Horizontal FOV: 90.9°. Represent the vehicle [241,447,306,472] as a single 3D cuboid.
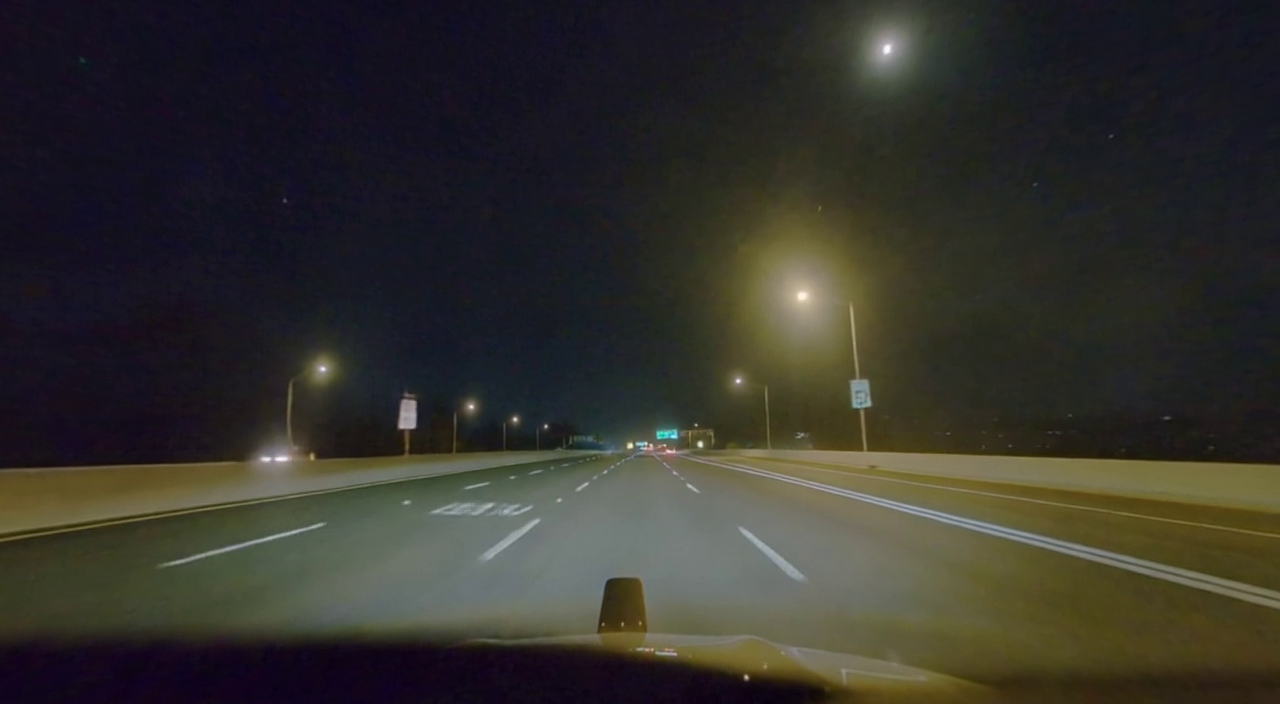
[{"bbox_3d":[-23.860,6.981,41.200,1.954,1.485,3.666,-1,-9,1],"label":"vehicle"}]
